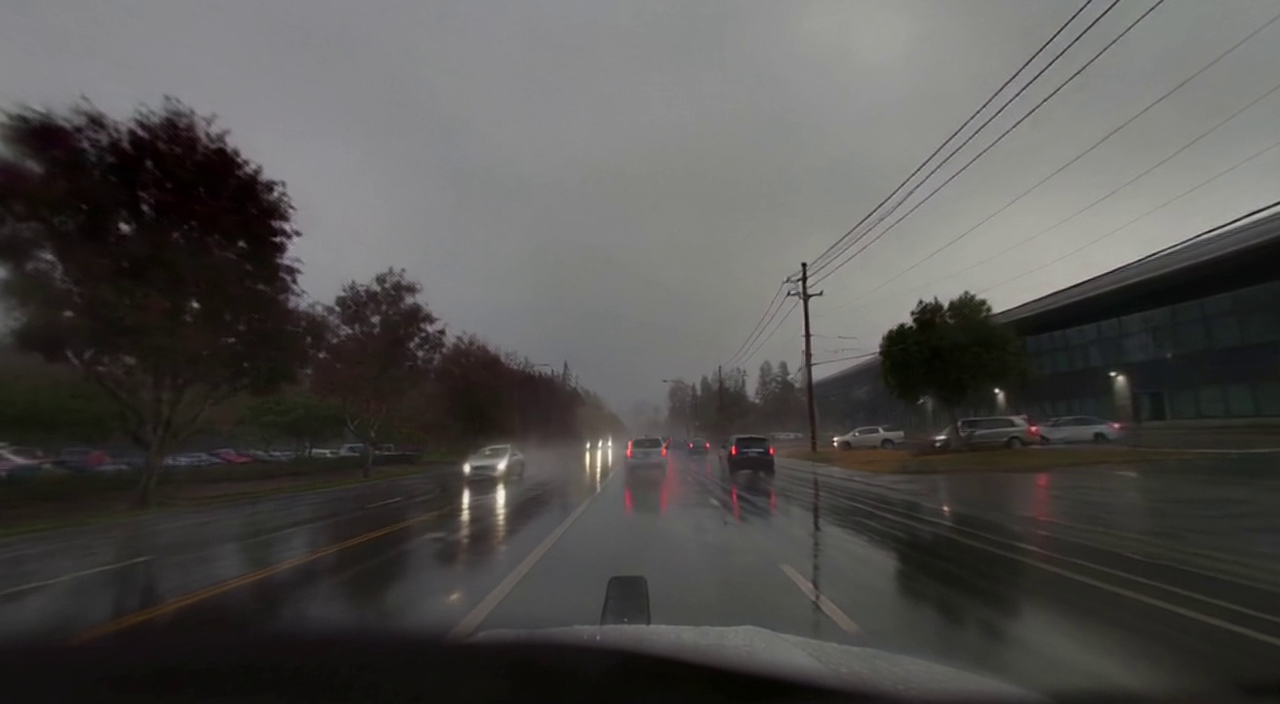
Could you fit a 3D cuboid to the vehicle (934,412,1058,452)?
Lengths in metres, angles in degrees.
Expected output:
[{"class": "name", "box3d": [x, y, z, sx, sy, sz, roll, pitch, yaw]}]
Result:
[{"class": "vehicle", "box3d": [16.101, 3.669, 28.687, 4.392, 1.709, 2.002, 0, -8, -2]}]

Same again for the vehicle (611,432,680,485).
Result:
[{"class": "vehicle", "box3d": [0.208, 3.678, 22.133, 2.200, 1.653, 4.127, 0, -8, 1]}]

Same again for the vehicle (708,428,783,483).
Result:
[{"class": "vehicle", "box3d": [3.578, 3.586, 22.070, 1.914, 1.698, 4.049, 0, -8, 0]}]

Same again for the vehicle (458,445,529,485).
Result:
[{"class": "vehicle", "box3d": [-6.153, 4.766, 27.024, 1.947, 1.541, 4.280, 0, -8, 1]}]

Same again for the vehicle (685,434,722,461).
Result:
[{"class": "vehicle", "box3d": [4.202, 6.421, 42.372, 2.024, 1.711, 4.512, 0, -8, 0]}]

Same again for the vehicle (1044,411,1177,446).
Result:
[{"class": "vehicle", "box3d": [21.756, 3.560, 29.272, 4.641, 1.477, 1.844, -1, -8, -1]}]

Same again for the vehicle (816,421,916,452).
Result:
[{"class": "vehicle", "box3d": [15.192, 5.694, 42.501, 5.731, 1.720, 2.822, -8, -10, 31]}]
